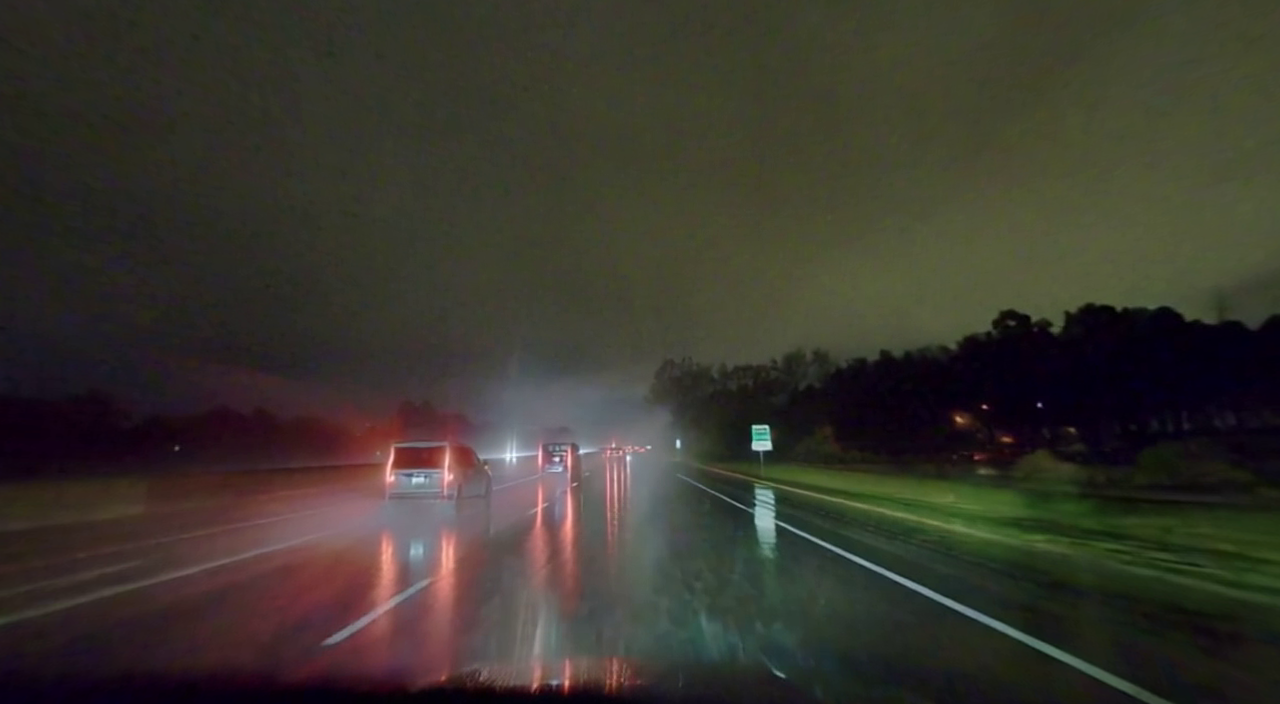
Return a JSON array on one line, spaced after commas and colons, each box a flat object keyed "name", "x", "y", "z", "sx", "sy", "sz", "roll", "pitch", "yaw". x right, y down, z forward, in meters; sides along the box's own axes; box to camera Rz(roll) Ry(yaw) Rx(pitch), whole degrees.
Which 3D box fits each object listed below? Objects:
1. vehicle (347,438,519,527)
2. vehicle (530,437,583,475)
[{"name": "vehicle", "x": -4.065, "y": 2.635, "z": 13.336, "sx": 2.044, "sy": 1.527, "sz": 4.607, "roll": 0, "pitch": -9, "yaw": 0}, {"name": "vehicle", "x": -4.382, "y": 5.531, "z": 33.711, "sx": 2.177, "sy": 1.852, "sz": 4.427, "roll": 0, "pitch": -9, "yaw": 1}]
